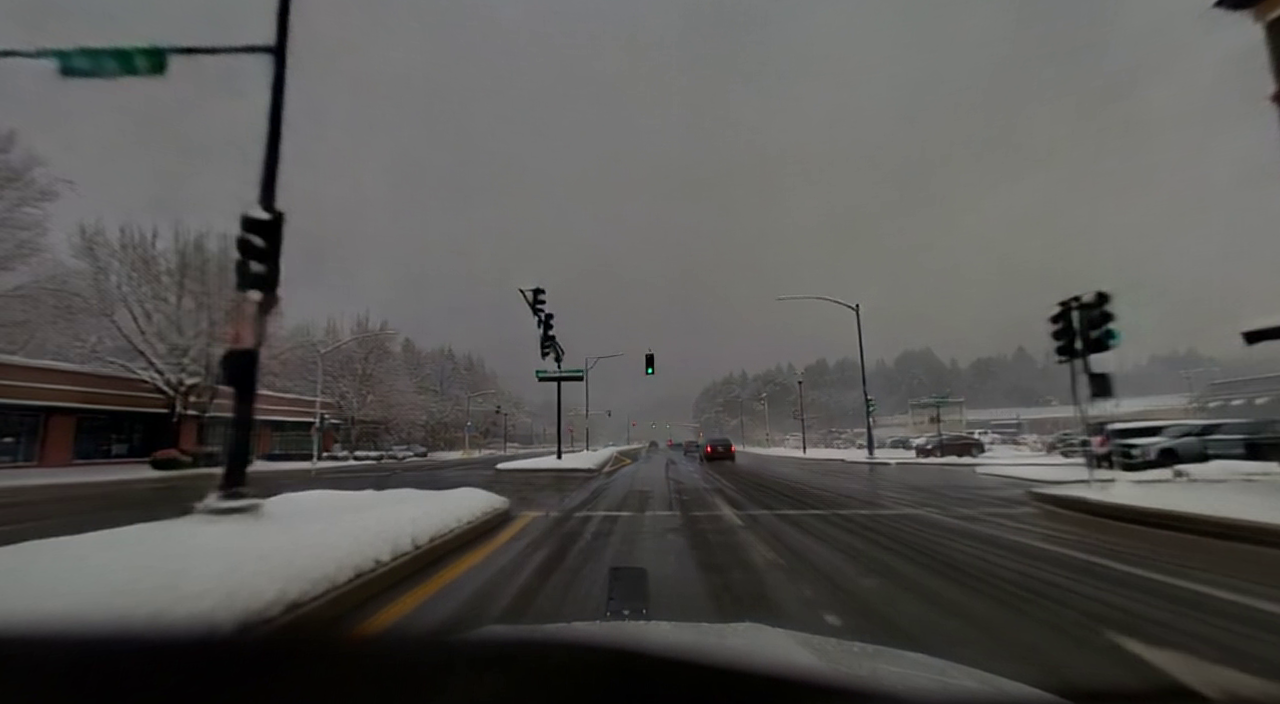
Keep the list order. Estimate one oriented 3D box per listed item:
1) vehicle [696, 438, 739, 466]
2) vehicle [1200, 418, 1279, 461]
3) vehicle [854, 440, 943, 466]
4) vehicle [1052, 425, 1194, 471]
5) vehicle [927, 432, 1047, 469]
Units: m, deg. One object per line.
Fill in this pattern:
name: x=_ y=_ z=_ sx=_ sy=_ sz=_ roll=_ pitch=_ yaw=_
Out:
vehicle: x=4.497 y=5.906 z=37.308 sx=2.038 sy=1.528 sz=4.259 roll=0 pitch=-8 yaw=1
vehicle: x=26.977 y=3.751 z=26.980 sx=4.280 sy=1.734 sz=1.964 roll=1 pitch=-8 yaw=-6
vehicle: x=15.344 y=5.981 z=37.515 sx=4.581 sy=1.434 sz=1.893 roll=-5 pitch=-10 yaw=31
vehicle: x=20.484 y=4.074 z=26.854 sx=4.341 sy=1.845 sz=1.984 roll=0 pitch=-8 yaw=0
vehicle: x=16.657 y=4.752 z=30.470 sx=4.491 sy=1.702 sz=2.094 roll=-1 pitch=-8 yaw=7
